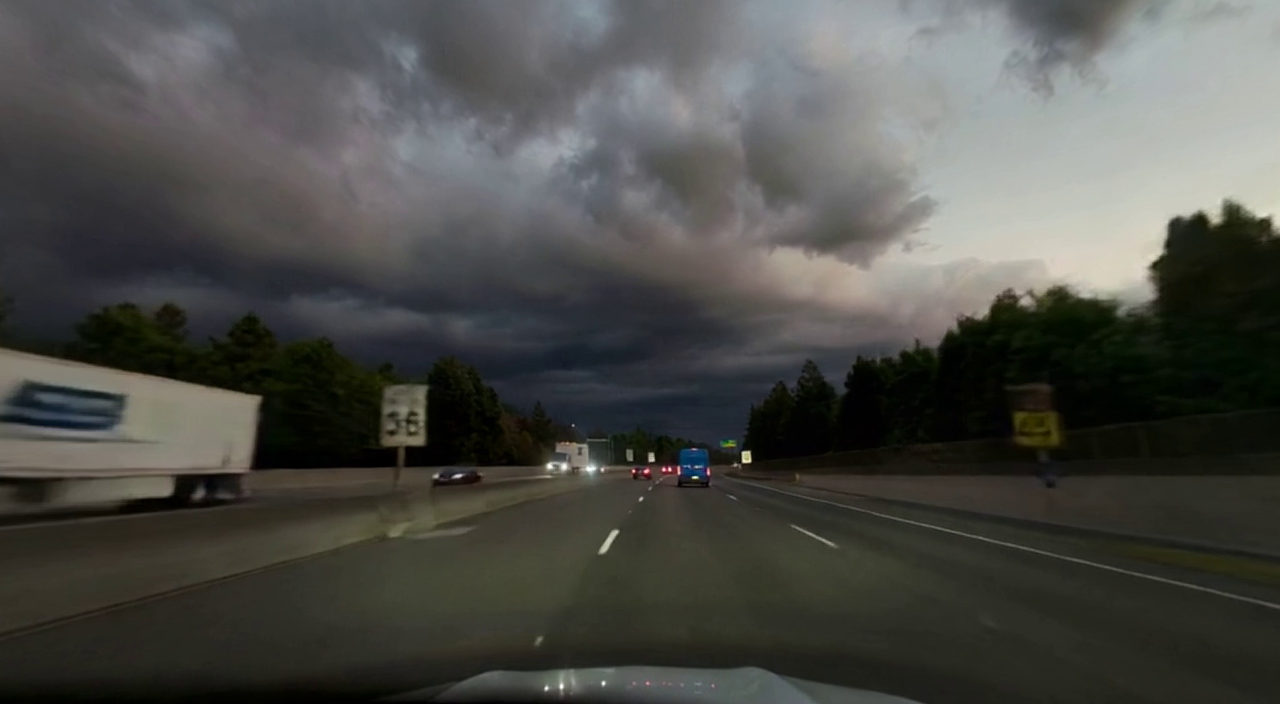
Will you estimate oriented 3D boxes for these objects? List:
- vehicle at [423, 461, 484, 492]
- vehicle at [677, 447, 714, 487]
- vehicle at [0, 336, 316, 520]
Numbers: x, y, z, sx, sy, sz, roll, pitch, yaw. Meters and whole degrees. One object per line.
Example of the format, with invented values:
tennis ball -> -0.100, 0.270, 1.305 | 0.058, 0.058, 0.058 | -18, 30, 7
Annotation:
vehicle -> -10.172, 6.826, 34.632 | 1.907, 1.528, 4.108 | 0, -11, 2
vehicle -> 3.829, 8.128, 44.562 | 2.366, 2.595, 5.793 | 0, -11, 3
vehicle -> -14.922, 2.634, 19.348 | 2.961, 3.965, 11.561 | 1, -10, 4
